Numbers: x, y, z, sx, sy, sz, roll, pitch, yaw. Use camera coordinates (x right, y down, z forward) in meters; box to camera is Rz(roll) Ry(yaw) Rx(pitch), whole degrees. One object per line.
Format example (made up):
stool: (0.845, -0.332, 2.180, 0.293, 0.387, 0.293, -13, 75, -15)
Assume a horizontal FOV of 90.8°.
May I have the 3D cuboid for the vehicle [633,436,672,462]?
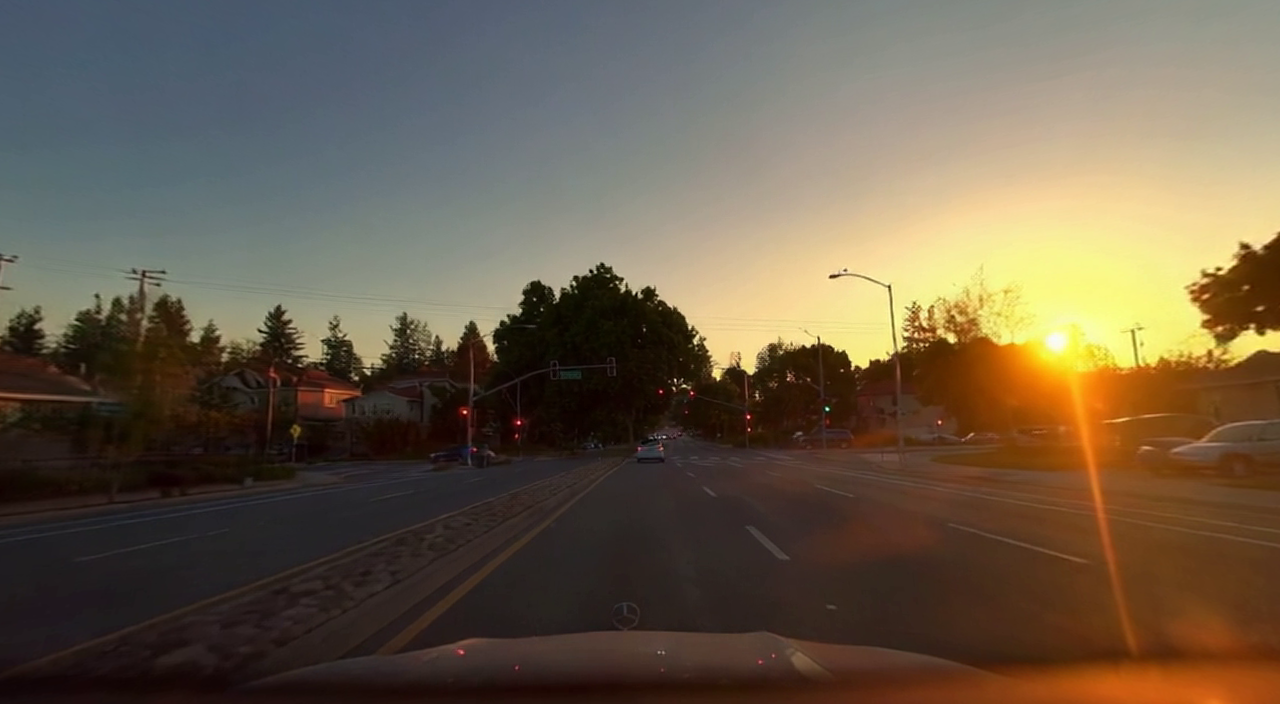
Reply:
vehicle: (0.858, 6.353, 41.504, 2.074, 1.570, 3.647, 0, -8, 9)
